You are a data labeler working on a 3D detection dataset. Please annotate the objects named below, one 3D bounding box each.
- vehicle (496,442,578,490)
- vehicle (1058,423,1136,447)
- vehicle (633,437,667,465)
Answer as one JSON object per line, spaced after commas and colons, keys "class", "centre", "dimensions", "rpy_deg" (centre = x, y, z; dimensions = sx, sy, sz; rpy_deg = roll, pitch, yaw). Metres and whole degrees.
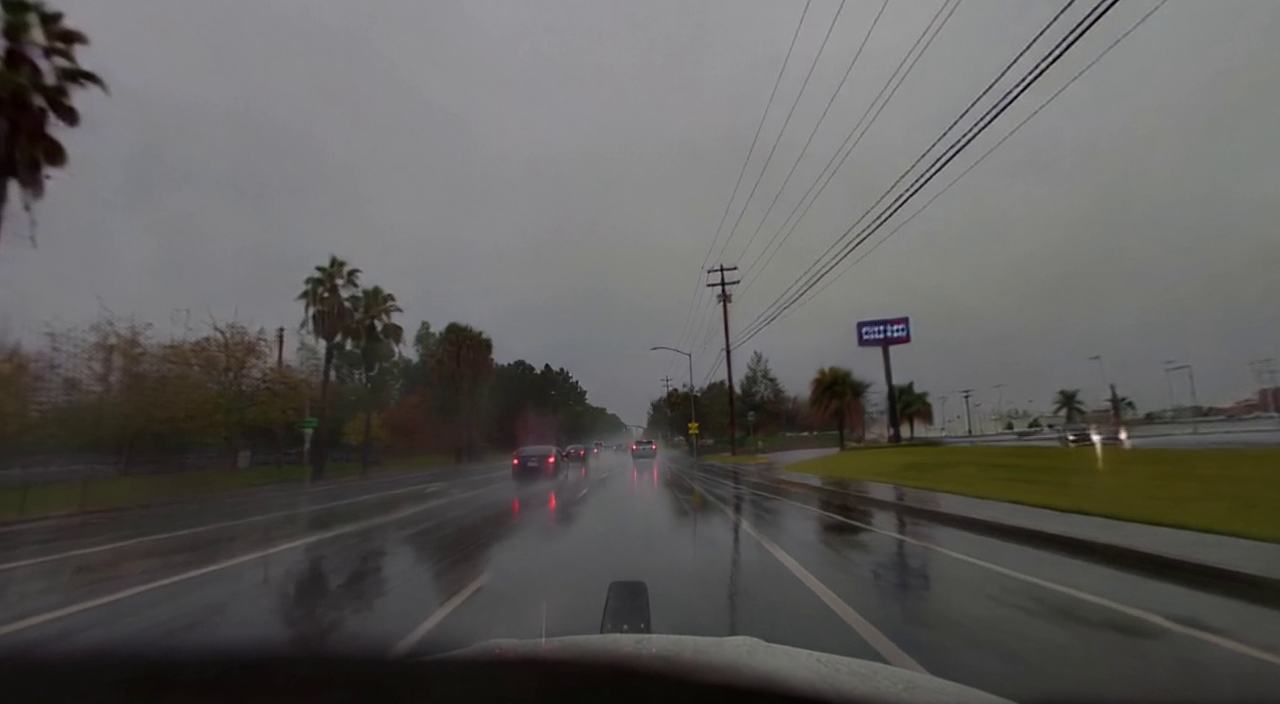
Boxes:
{"class": "vehicle", "centre": [-3.395, 3.828, 21.534], "dimensions": [1.982, 1.451, 4.152], "rpy_deg": [-1, -9, 2]}
{"class": "vehicle", "centre": [32.189, 5.941, 44.606], "dimensions": [1.806, 1.552, 4.740], "rpy_deg": [0, -9, -2]}
{"class": "vehicle", "centre": [0.666, 6.760, 42.875], "dimensions": [2.155, 1.781, 3.977], "rpy_deg": [-1, -9, 0]}
